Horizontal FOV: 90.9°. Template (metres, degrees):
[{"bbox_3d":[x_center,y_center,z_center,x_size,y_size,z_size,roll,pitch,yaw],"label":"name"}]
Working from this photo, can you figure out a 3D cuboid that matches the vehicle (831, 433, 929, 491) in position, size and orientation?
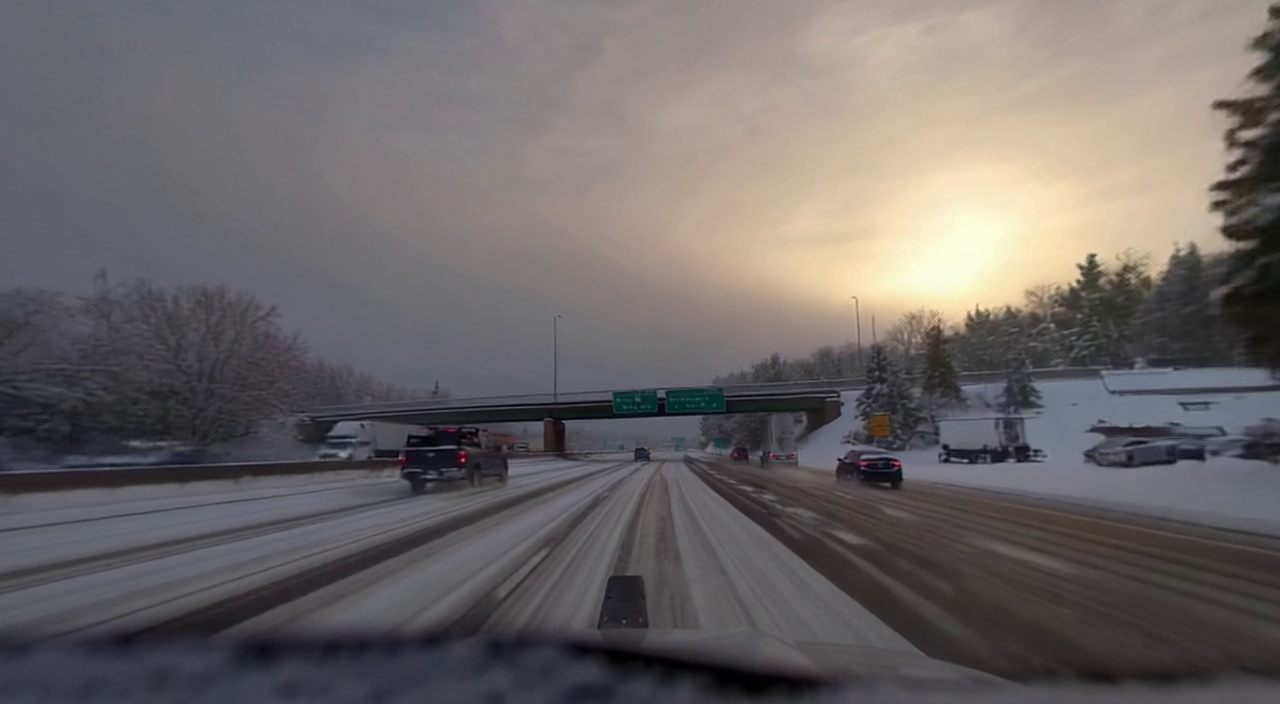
[{"bbox_3d":[8.746,4.022,23.470,2.146,1.929,4.388,-1,-8,4],"label":"vehicle"}]

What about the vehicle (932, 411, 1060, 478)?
[{"bbox_3d":[20.947,5.552,37.905,3.022,3.547,8.645,-1,-8,4],"label":"vehicle"}]

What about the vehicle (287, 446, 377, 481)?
[{"bbox_3d":[-15.347,5.562,31.773,2.049,1.564,4.596,0,-8,3],"label":"vehicle"}]

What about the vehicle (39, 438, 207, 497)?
[{"bbox_3d":[-19.700,4.381,24.449,2.131,2.035,4.986,0,-8,2],"label":"vehicle"}]

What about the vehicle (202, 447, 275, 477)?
[{"bbox_3d":[-28.174,7.701,44.487,1.979,1.986,4.959,0,-8,-1],"label":"vehicle"}]

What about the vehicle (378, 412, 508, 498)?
[{"bbox_3d":[-6.065,3.246,20.278,2.264,2.379,5.248,0,-8,2],"label":"vehicle"}]
